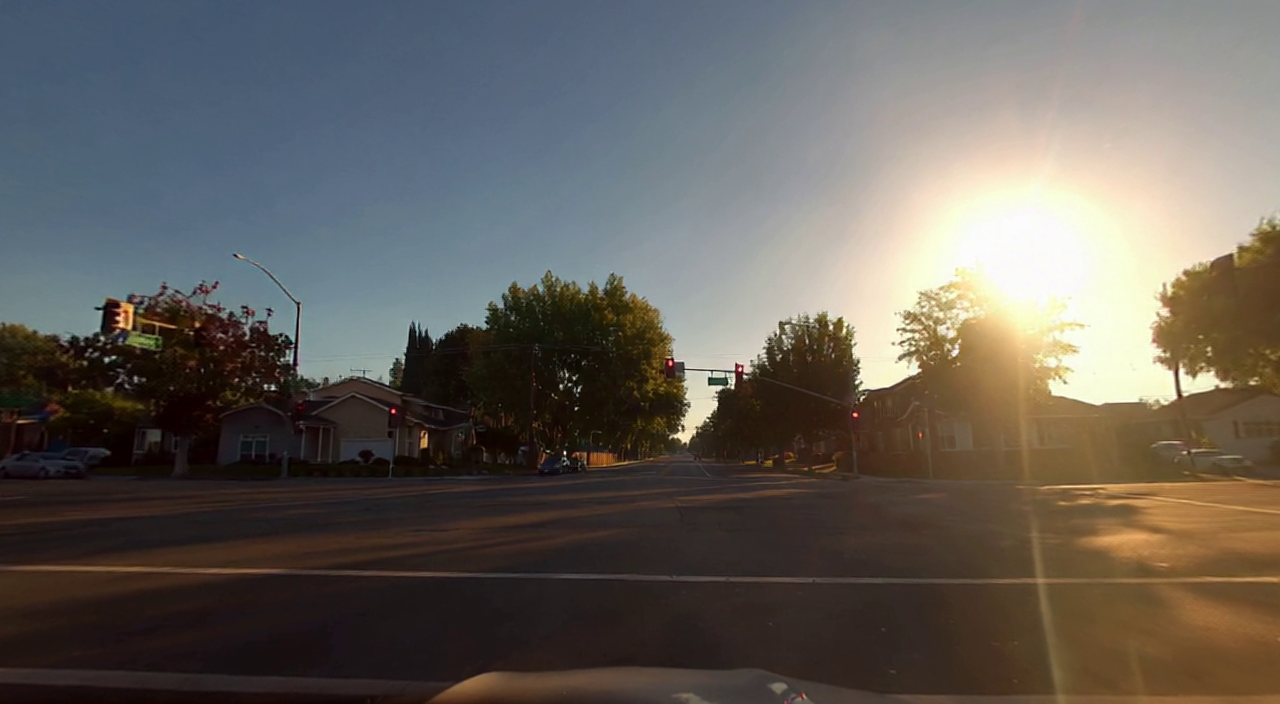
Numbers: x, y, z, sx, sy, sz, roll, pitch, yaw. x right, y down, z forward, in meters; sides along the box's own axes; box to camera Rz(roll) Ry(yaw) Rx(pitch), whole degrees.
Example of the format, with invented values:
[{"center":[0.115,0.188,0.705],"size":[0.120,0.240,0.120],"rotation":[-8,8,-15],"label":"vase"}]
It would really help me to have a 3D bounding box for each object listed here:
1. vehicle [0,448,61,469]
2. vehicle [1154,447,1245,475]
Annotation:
[{"center":[-44.294,7.615,45.193],"size":[3.949,1.422,1.744],"rotation":[0,-9,1],"label":"vehicle"},{"center":[36.775,7.157,41.707],"size":[1.853,1.723,4.460],"rotation":[0,-9,0],"label":"vehicle"}]
